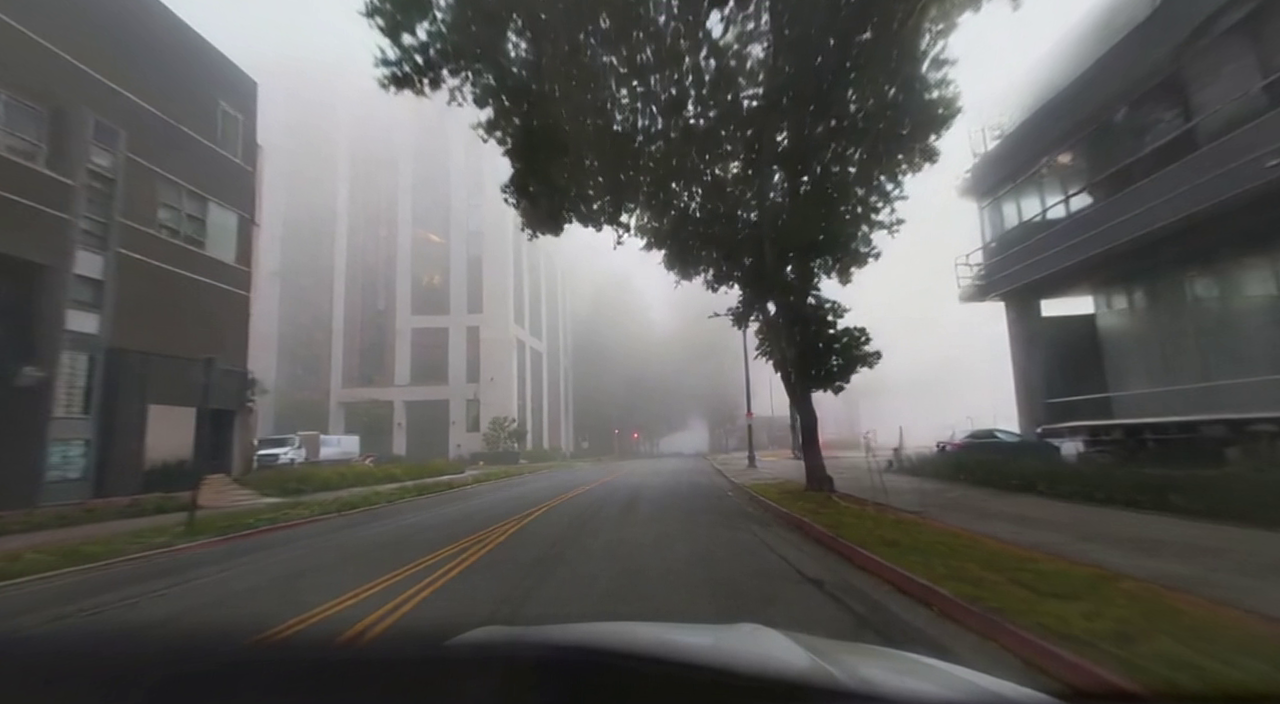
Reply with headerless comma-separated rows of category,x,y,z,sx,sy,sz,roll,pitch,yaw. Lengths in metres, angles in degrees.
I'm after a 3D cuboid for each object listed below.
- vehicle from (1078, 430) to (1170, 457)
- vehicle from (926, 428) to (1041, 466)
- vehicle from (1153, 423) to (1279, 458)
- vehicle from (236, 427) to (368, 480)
vehicle,27.348,5.212,35.625,3.531,1.414,1.906,-1,-9,6
vehicle,15.207,4.227,27.980,3.997,1.579,1.799,-1,-10,3
vehicle,26.852,4.118,29.102,4.307,1.544,1.949,-1,-9,7
vehicle,-19.414,5.820,36.678,2.166,2.698,7.006,-7,-9,20
